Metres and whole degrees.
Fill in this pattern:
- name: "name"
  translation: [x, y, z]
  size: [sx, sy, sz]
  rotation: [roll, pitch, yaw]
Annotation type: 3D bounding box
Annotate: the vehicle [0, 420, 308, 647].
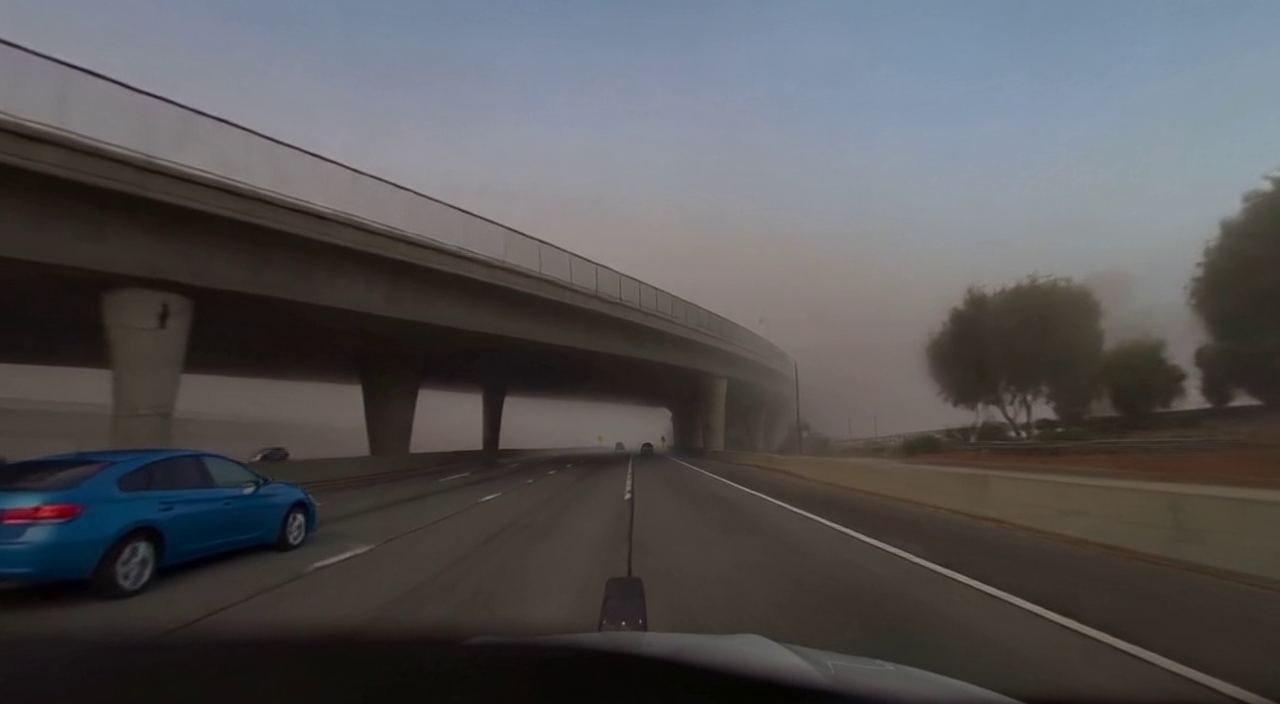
- name: "vehicle"
  translation: [-5.482, 1.500, 6.065]
  size: [2.105, 1.551, 4.602]
  rotation: [0, -8, -1]
